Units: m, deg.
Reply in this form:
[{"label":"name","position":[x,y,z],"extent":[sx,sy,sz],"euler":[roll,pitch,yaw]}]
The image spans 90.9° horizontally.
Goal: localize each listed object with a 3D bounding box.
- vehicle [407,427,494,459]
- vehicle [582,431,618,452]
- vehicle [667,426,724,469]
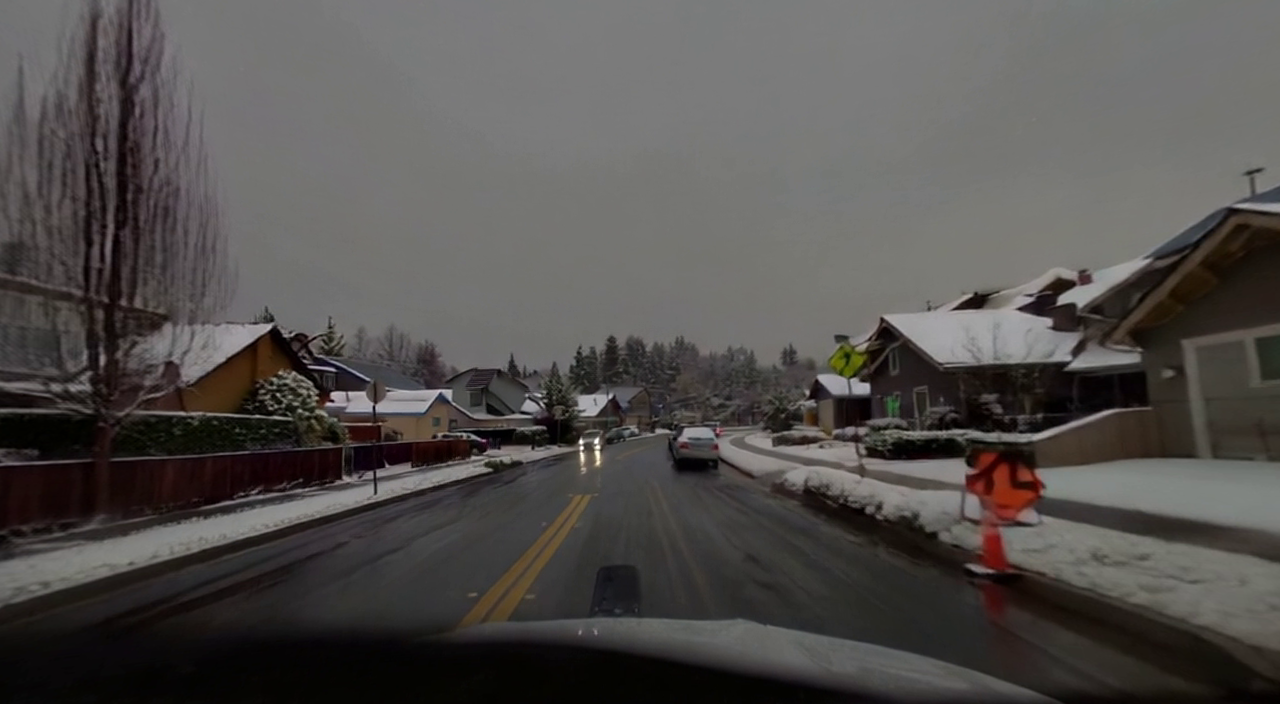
[{"label":"vehicle","position":[-10.763,5.191,35.909],"extent":[4.205,1.745,2.121],"euler":[-1,-8,4]},{"label":"vehicle","position":[-2.853,6.553,46.293],"extent":[1.972,1.499,4.191],"euler":[-1,-8,6]},{"label":"vehicle","position":[2.058,3.638,24.203],"extent":[1.998,1.494,3.927],"euler":[0,-8,3]}]
